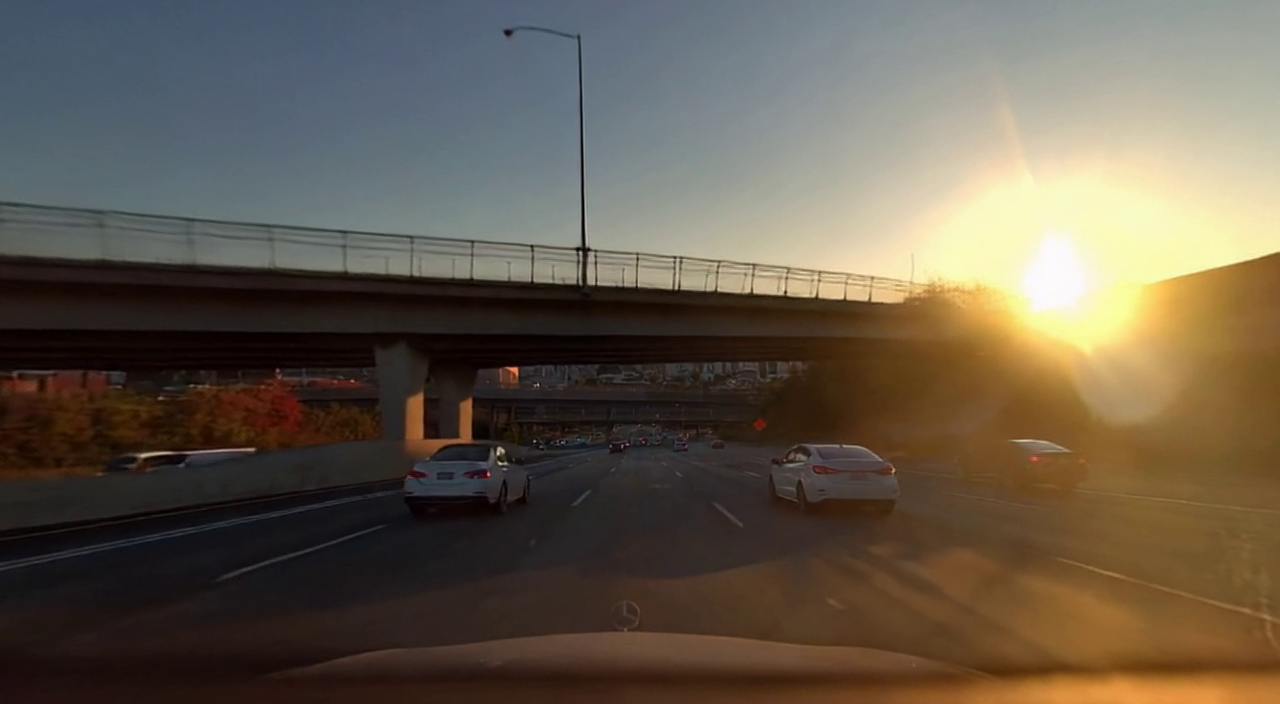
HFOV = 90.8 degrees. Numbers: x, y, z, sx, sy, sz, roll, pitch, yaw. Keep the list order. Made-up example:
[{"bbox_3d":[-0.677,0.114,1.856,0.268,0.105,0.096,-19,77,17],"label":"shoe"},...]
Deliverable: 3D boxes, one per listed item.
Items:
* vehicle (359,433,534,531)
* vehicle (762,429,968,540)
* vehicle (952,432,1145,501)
[{"bbox_3d":[-3.442,2.392,12.232,1.975,1.536,4.295,0,-8,1],"label":"vehicle"},{"bbox_3d":[3.489,2.120,10.765,1.961,1.504,4.094,0,-8,-1],"label":"vehicle"},{"bbox_3d":[10.281,2.888,16.399,2.019,1.529,4.385,0,-8,-1],"label":"vehicle"}]
